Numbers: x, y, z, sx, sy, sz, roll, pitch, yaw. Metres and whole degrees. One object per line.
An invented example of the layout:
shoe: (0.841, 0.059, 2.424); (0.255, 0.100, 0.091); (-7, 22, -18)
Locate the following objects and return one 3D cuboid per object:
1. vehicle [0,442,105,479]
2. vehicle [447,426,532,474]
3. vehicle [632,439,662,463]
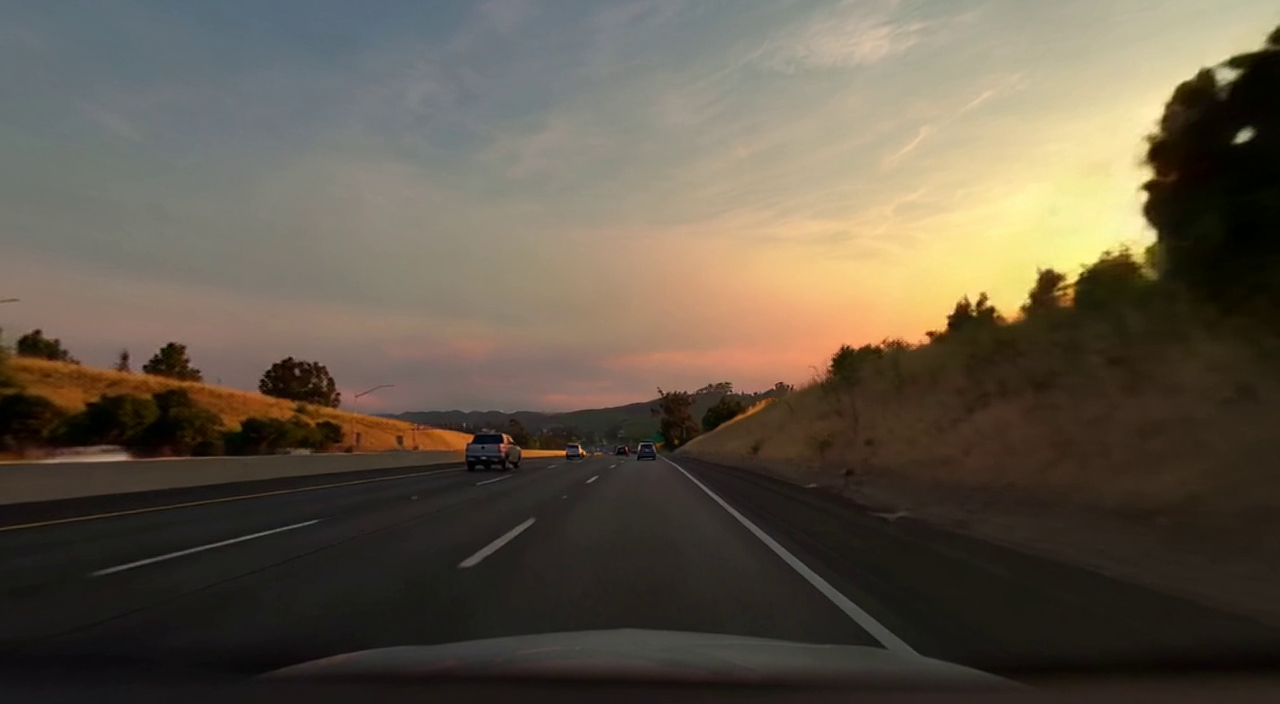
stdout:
vehicle: (-28.583, 5.096, 29.942); (1.993, 1.606, 4.790); (0, -8, 0)
vehicle: (-6.639, 4.419, 28.622); (2.438, 1.967, 5.596); (0, -8, 1)
vehicle: (0.546, 7.392, 47.310); (2.141, 1.706, 4.065); (0, -8, 0)
